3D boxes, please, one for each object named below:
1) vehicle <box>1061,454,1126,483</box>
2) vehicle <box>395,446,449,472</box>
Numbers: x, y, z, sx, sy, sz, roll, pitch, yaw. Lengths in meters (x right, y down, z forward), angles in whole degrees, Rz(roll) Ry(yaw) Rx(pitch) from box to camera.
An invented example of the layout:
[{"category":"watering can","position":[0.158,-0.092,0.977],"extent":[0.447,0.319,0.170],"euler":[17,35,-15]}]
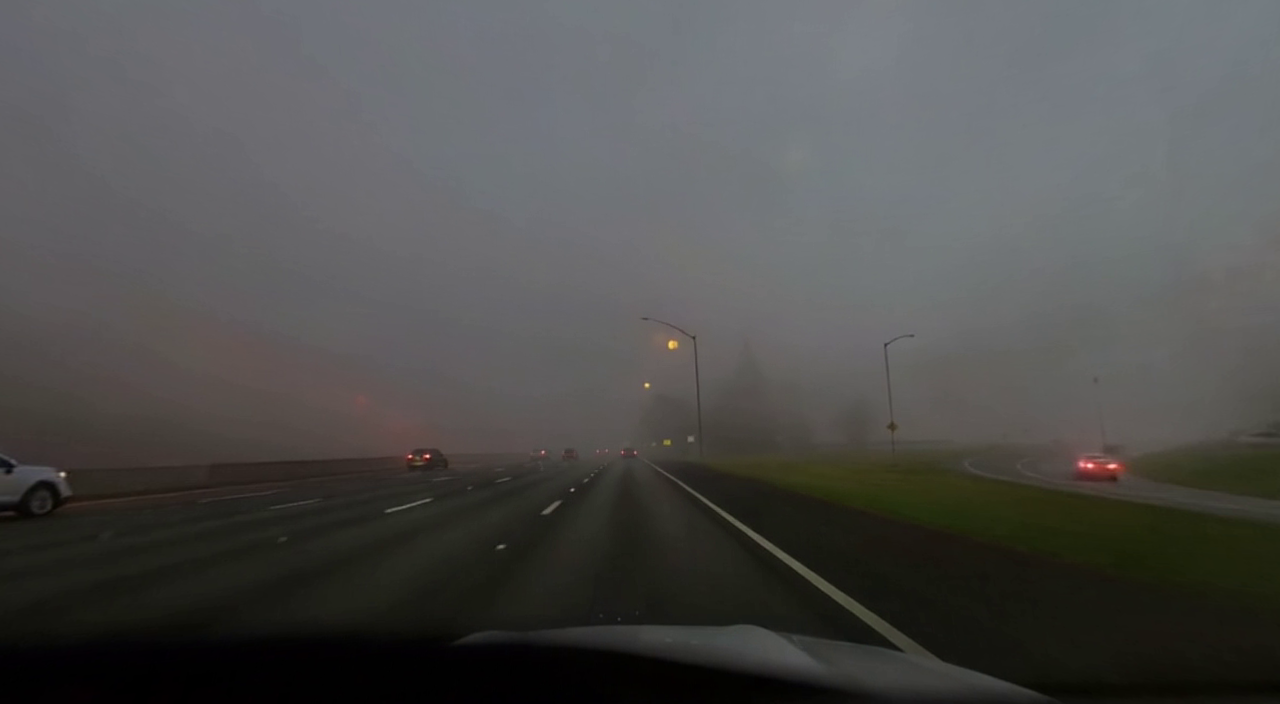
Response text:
[{"category":"vehicle","position":[29.485,7.558,41.258],"extent":[2.356,1.643,4.254],"euler":[-3,-9,21]},{"category":"vehicle","position":[-14.579,7.154,42.559],"extent":[2.057,1.619,4.443],"euler":[0,-9,0]}]
